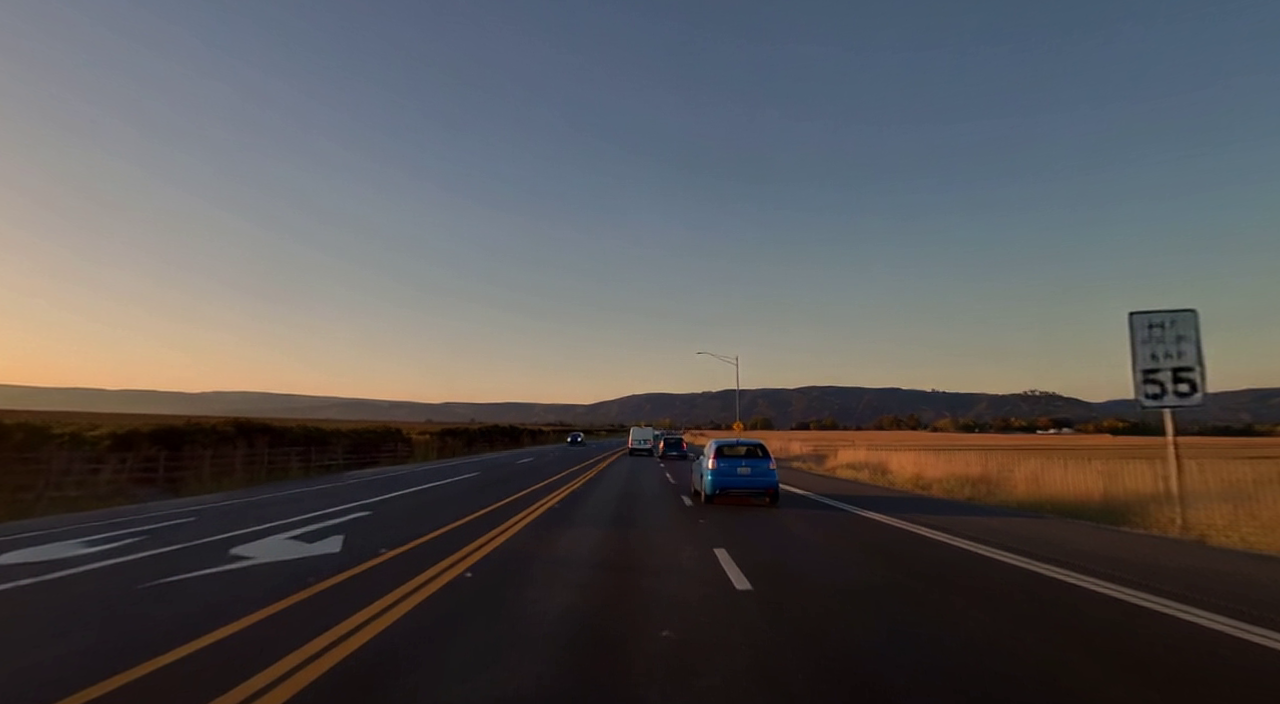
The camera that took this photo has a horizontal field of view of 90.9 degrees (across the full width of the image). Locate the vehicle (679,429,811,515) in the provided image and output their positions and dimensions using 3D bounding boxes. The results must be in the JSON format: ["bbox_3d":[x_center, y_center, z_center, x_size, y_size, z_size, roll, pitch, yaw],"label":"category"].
[{"bbox_3d":[2.036,2.469,13.469,2.007,1.534,3.976,0,-8,-2],"label":"vehicle"}]

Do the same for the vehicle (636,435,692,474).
[{"bbox_3d":[0.946,4.400,27.251,2.026,1.531,4.273,0,-8,-3],"label":"vehicle"}]
